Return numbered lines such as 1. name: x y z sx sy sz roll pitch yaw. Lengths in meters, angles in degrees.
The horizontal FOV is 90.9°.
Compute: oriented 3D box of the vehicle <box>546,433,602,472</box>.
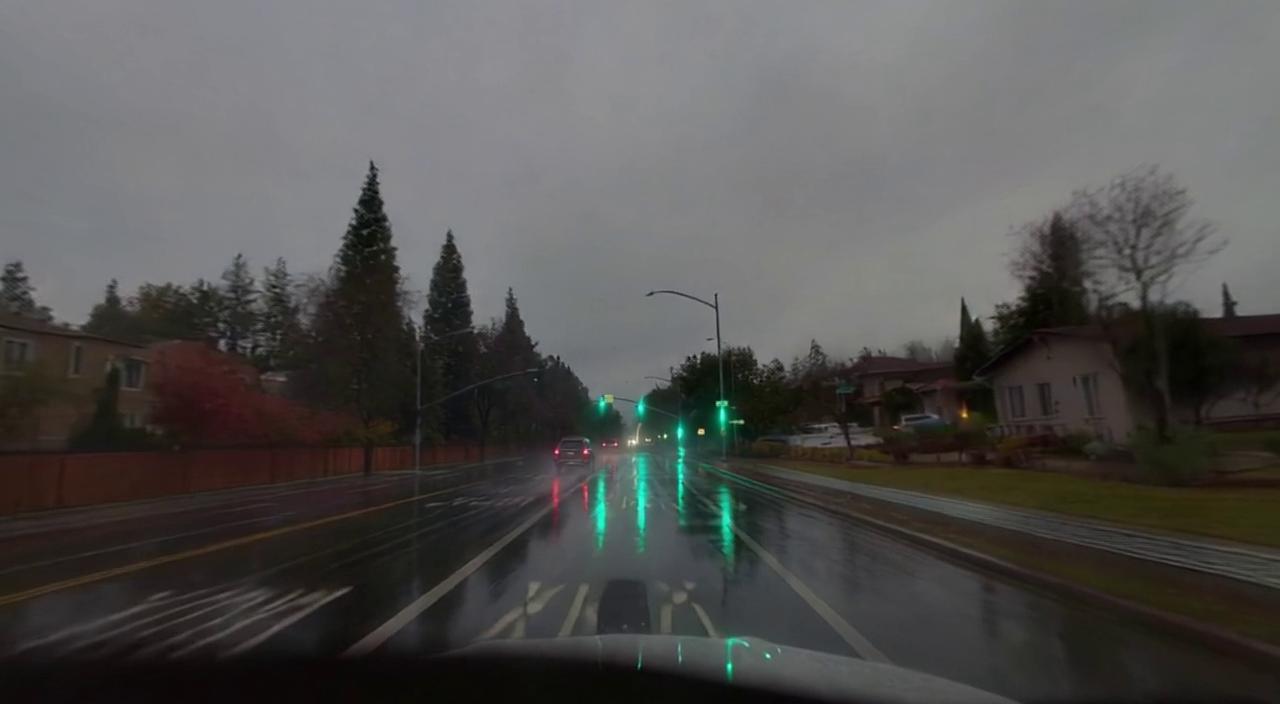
1. vehicle: -3.046 4.808 30.239 2.084 1.701 4.734 0 -8 1
